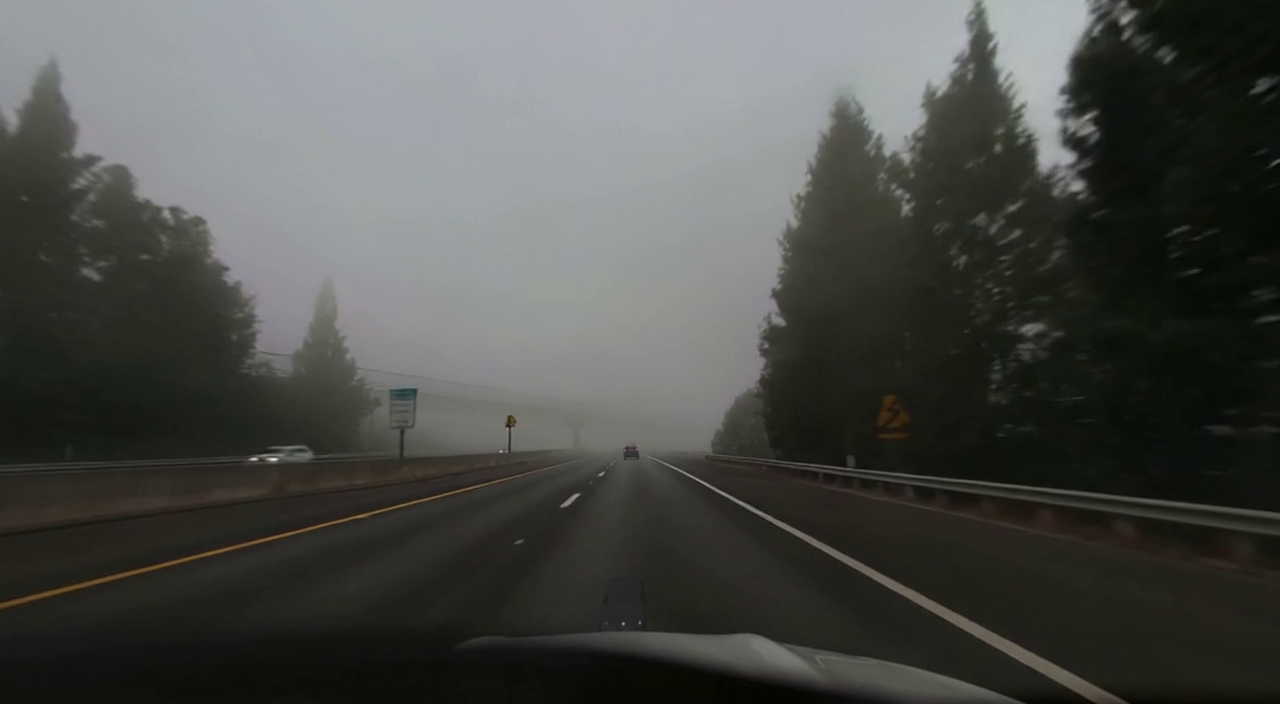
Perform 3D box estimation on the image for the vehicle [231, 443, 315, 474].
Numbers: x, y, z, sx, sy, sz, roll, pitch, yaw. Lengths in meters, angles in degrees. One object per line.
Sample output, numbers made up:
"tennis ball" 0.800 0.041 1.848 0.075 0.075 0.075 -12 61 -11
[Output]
"vehicle" -18.154 5.283 31.404 1.735 1.423 4.074 0 -9 -1
